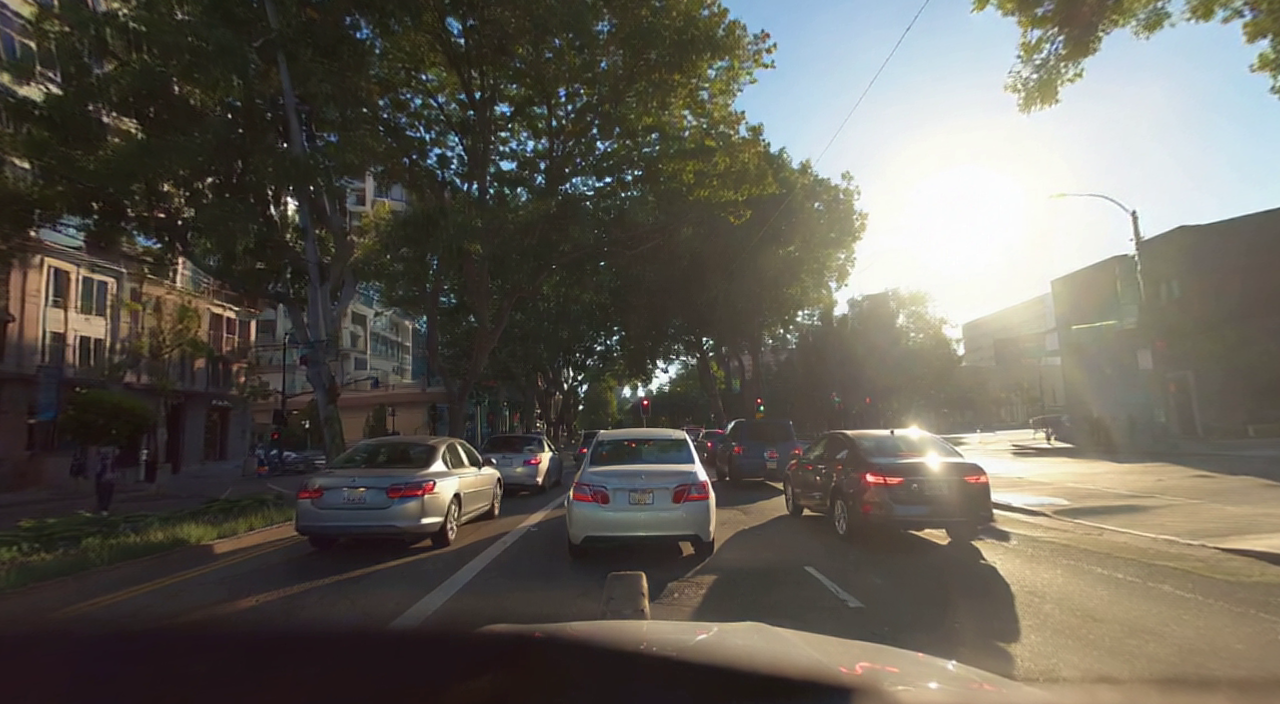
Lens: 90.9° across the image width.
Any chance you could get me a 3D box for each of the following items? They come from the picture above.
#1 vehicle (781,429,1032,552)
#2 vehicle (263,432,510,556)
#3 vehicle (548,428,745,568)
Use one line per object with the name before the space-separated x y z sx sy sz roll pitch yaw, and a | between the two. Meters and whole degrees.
vehicle | 3.784 2.028 10.021 1.990 1.486 4.431 0 -8 -1
vehicle | -3.463 2.010 9.644 2.002 1.465 4.098 0 -8 1
vehicle | 0.048 1.862 8.800 2.101 1.480 3.929 0 -8 -1
